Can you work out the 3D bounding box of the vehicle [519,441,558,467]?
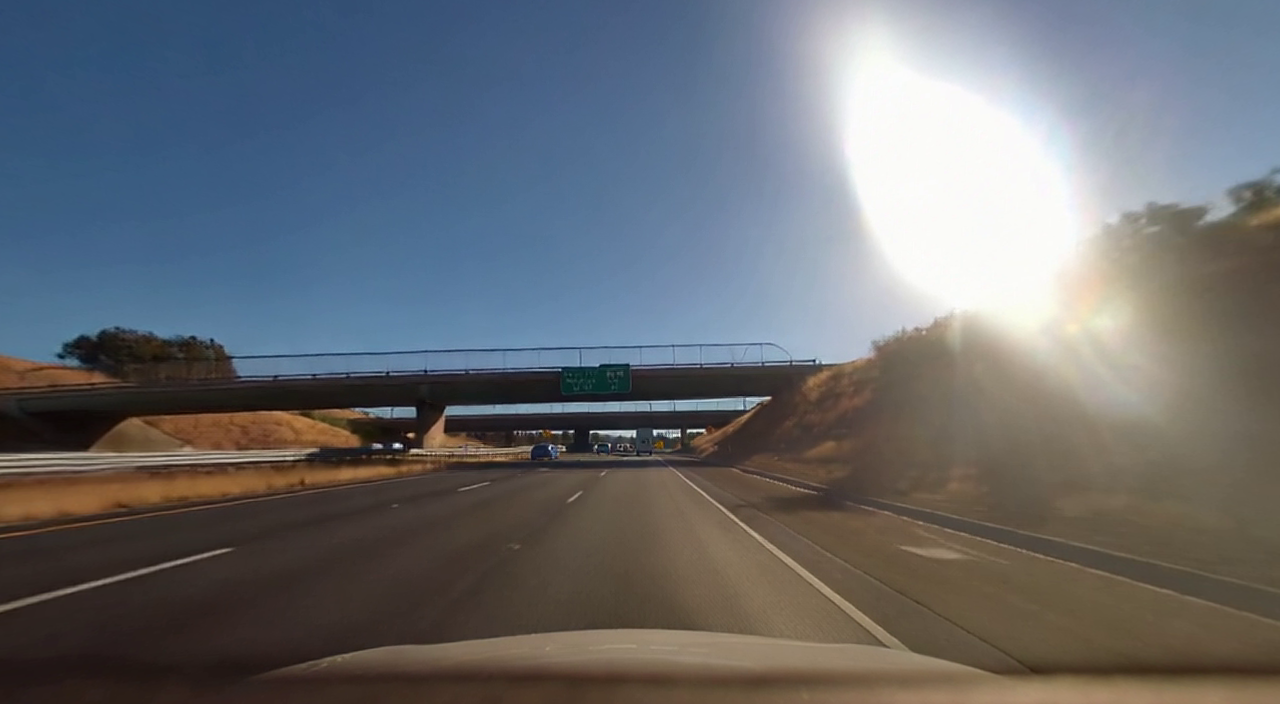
[{"bbox_3d":[-7.255,7.339,45.460,2.070,1.738,4.733,0,-9,0],"label":"vehicle"}]
